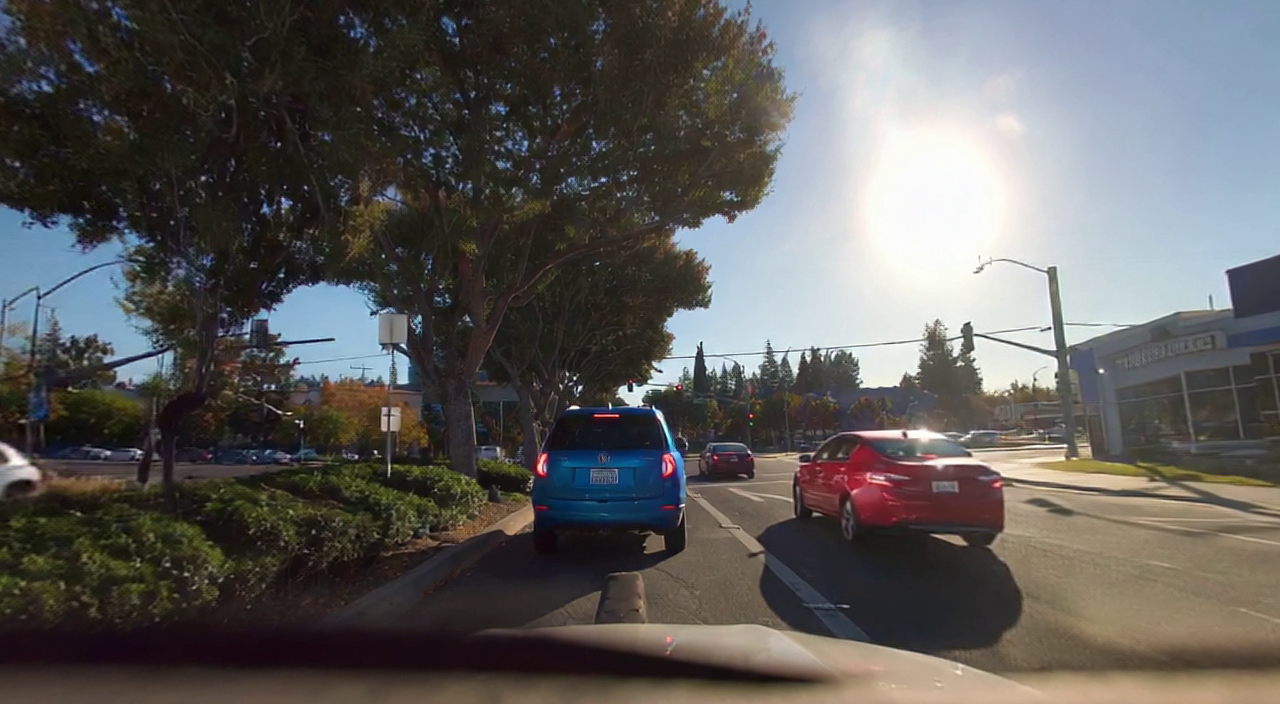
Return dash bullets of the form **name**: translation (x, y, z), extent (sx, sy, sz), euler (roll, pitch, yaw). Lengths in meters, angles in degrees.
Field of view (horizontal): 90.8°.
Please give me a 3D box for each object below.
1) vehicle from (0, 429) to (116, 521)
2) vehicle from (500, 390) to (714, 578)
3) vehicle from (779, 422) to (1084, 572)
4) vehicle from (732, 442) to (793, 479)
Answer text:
- **vehicle**: translation (-12.798, 2.260, 11.609), extent (2.108, 1.683, 4.861), euler (0, -9, 0)
- **vehicle**: translation (-0.302, 1.643, 8.613), extent (2.096, 1.837, 4.687), euler (0, -9, 1)
- **vehicle**: translation (3.579, 1.879, 9.065), extent (2.098, 1.555, 4.778), euler (0, -9, 0)
- **vehicle**: translation (5.289, 4.726, 27.808), extent (1.883, 1.496, 4.236), euler (0, -9, 1)
